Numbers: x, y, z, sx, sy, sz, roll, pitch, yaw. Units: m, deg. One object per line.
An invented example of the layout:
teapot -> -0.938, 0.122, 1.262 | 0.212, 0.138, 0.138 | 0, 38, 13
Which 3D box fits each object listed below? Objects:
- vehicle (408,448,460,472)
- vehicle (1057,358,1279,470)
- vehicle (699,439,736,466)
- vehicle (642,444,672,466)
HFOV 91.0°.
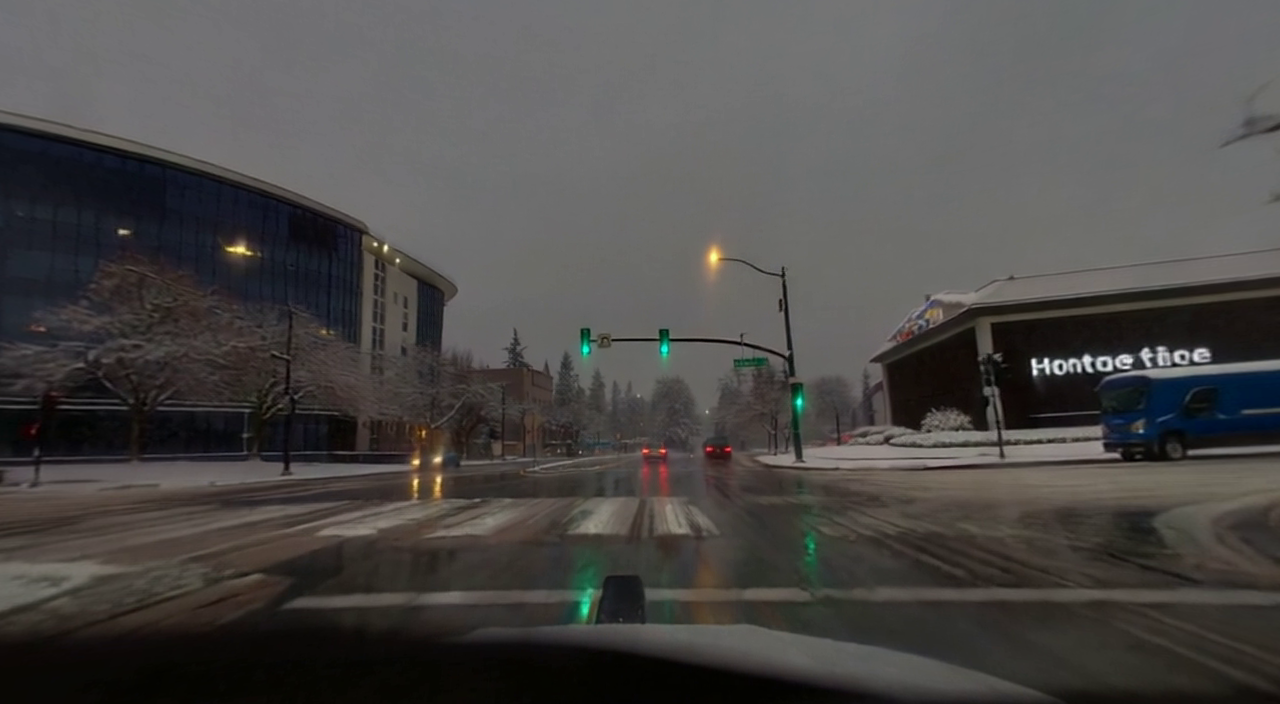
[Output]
vehicle -> -14.238, 7.464, 43.766 | 1.904, 1.582, 4.111 | -1, -9, 5
vehicle -> 21.000, 2.174, 21.445 | 10.893, 3.534, 3.195 | 0, -9, 4
vehicle -> 5.311, 6.966, 43.822 | 2.174, 1.749, 4.739 | 0, -9, 2
vehicle -> 1.361, 7.728, 47.427 | 2.014, 1.525, 4.197 | -1, -9, 5
